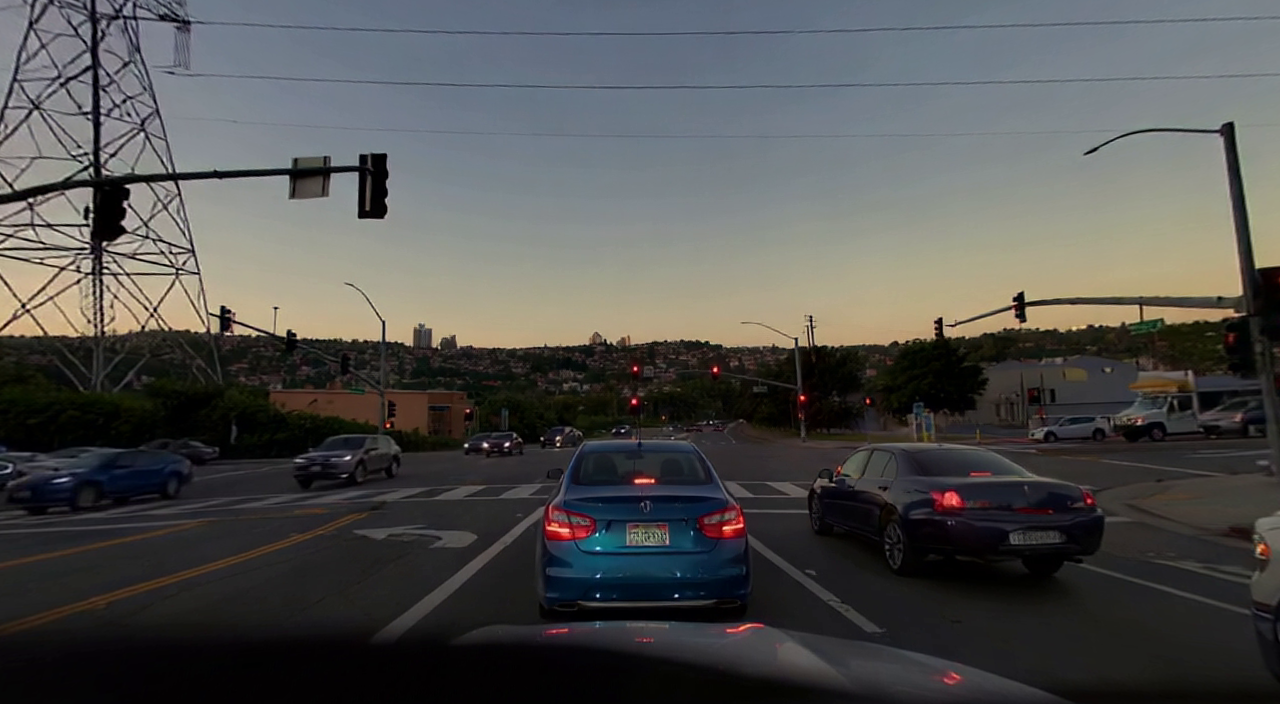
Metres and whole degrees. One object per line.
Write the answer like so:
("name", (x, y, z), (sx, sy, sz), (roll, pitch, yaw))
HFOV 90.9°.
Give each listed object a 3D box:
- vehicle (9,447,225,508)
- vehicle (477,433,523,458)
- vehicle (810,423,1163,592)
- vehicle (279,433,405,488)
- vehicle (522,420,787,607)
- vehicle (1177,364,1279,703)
("vehicle", (-14.275, 3.410, 17.665), (2.089, 1.464, 4.520), (-1, -8, 1))
("vehicle", (-9.065, 6.096, 41.170), (1.910, 1.537, 4.123), (-1, -8, 3))
("vehicle", (3.645, 1.684, 7.724), (1.835, 1.473, 4.190), (0, -8, -2))
("vehicle", (-9.621, 3.514, 20.796), (1.910, 1.597, 4.334), (-1, -8, 2))
("vehicle", (0.104, 1.597, 7.131), (2.117, 1.474, 4.036), (0, -8, 0))
("vehicle", (3.401, 0.590, 0.630), (1.926, 1.614, 4.330), (0, -8, 1))
